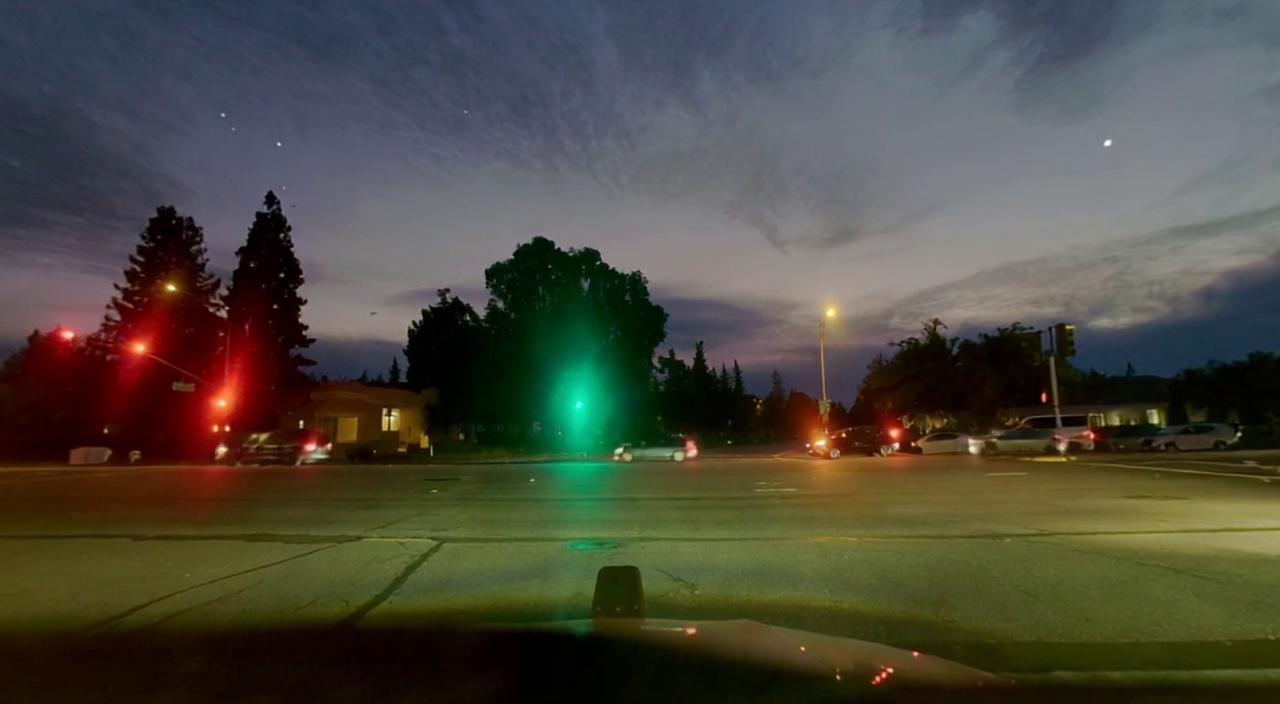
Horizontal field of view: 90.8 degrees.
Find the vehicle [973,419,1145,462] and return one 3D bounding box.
[{"bbox_3d":[15.026,3.214,22.947,4.749,1.461,1.892,-1,-9,9],"label":"vehicle"}]

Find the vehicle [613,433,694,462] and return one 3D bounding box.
[{"bbox_3d":[0.790,5.437,36.094,4.370,1.592,1.886,-2,-9,10],"label":"vehicle"}]

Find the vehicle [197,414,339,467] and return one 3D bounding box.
[{"bbox_3d":[-23.959,5.735,40.813,7.790,3.197,2.653,-1,-9,9],"label":"vehicle"}]
